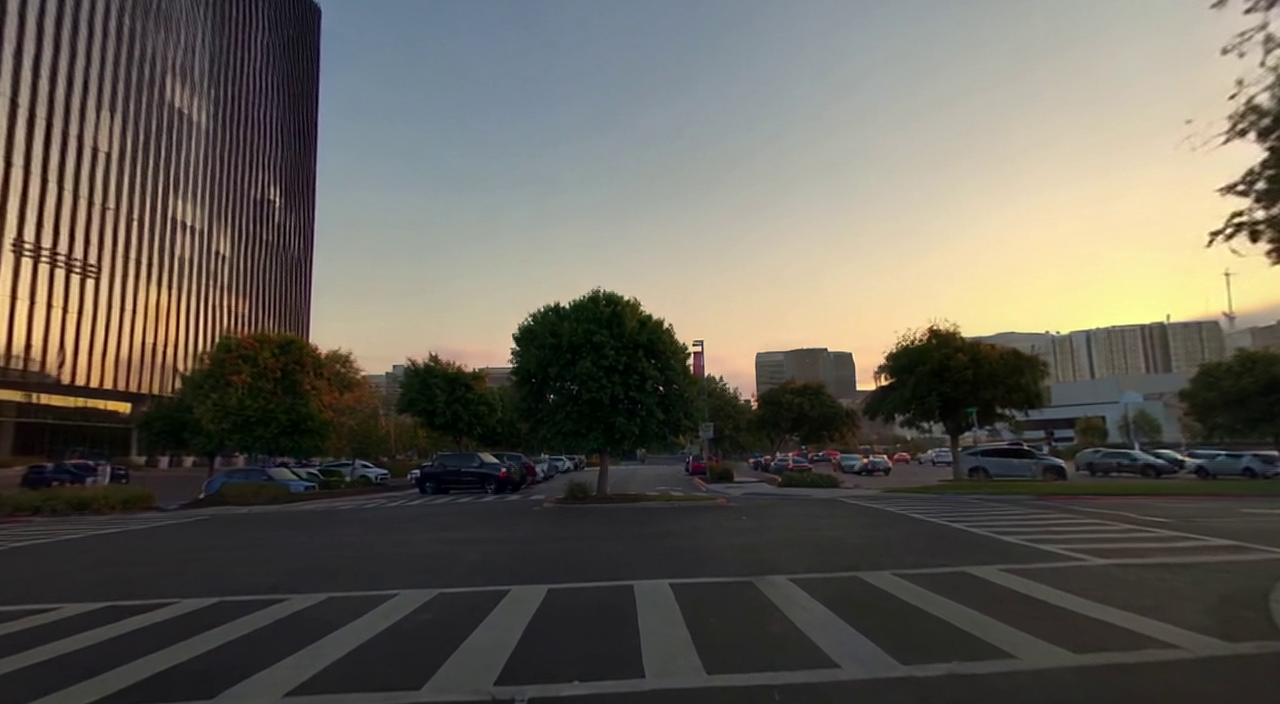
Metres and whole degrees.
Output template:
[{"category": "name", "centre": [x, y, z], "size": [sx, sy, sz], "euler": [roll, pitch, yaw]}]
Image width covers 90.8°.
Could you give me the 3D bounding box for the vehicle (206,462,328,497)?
[{"category": "vehicle", "centre": [-16.662, 5.690, 28.352], "size": [4.331, 1.437, 1.876], "euler": [-1, -9, 3]}]

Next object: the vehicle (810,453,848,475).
[{"category": "vehicle", "centre": [14.192, 8.400, 47.591], "size": [1.935, 1.477, 3.719], "euler": [-1, -9, 4]}]

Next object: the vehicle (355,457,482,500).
[{"category": "vehicle", "centre": [-8.698, 4.914, 24.891], "size": [4.442, 1.504, 1.809], "euler": [4, -10, -28]}]

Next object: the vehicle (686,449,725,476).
[{"category": "vehicle", "centre": [4.587, 7.871, 45.224], "size": [2.262, 1.794, 5.331], "euler": [0, -8, 0]}]

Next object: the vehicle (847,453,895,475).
[{"category": "vehicle", "centre": [17.085, 8.302, 46.917], "size": [1.971, 1.478, 4.477], "euler": [0, -8, 1]}]

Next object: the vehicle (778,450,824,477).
[{"category": "vehicle", "centre": [10.545, 7.305, 41.689], "size": [1.936, 1.673, 4.305], "euler": [0, -8, 1]}]

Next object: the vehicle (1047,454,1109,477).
[{"category": "vehicle", "centre": [28.290, 7.339, 40.893], "size": [1.495, 1.371, 3.336], "euler": [-1, -10, -1]}]

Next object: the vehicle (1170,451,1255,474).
[{"category": "vehicle", "centre": [37.000, 7.116, 40.971], "size": [1.678, 1.423, 4.191], "euler": [-1, -9, 2]}]

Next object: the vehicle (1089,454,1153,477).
[{"category": "vehicle", "centre": [31.247, 7.358, 41.174], "size": [1.519, 1.371, 3.278], "euler": [0, -8, -1]}]

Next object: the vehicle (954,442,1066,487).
[{"category": "vehicle", "centre": [16.494, 5.004, 28.566], "size": [2.048, 1.852, 4.998], "euler": [0, -9, 0]}]
